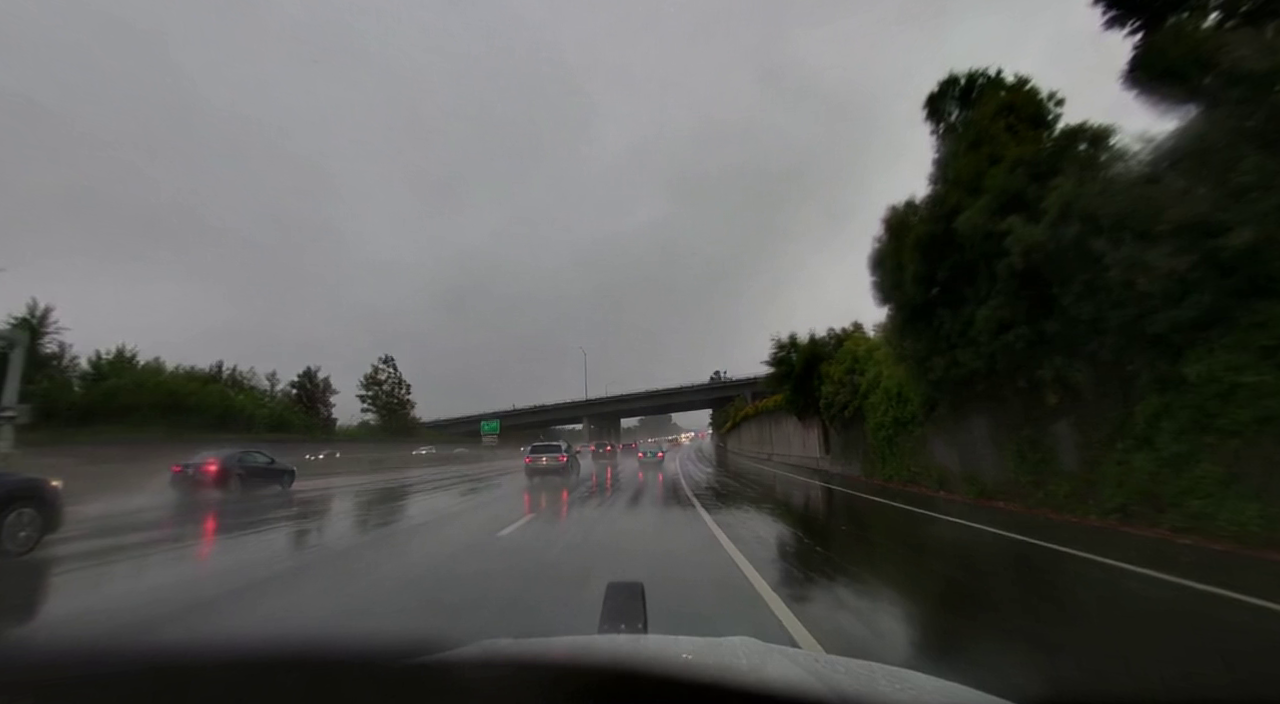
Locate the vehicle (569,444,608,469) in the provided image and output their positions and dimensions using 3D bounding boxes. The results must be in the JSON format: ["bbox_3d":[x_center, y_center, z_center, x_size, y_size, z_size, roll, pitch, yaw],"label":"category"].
[{"bbox_3d":[-3.199,6.617,39.874,1.997,1.490,4.471,0,-8,2],"label":"vehicle"}]

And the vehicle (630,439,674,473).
[{"bbox_3d":[0.651,5.433,33.140,2.160,1.678,4.178,0,-8,2],"label":"vehicle"}]

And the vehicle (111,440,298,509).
[{"bbox_3d":[-11.645,3.251,17.259,1.954,1.640,4.339,0,-8,1],"label":"vehicle"}]

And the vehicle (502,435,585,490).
[{"bbox_3d":[-3.303,3.886,22.470,2.161,1.759,4.482,0,-8,2],"label":"vehicle"}]
